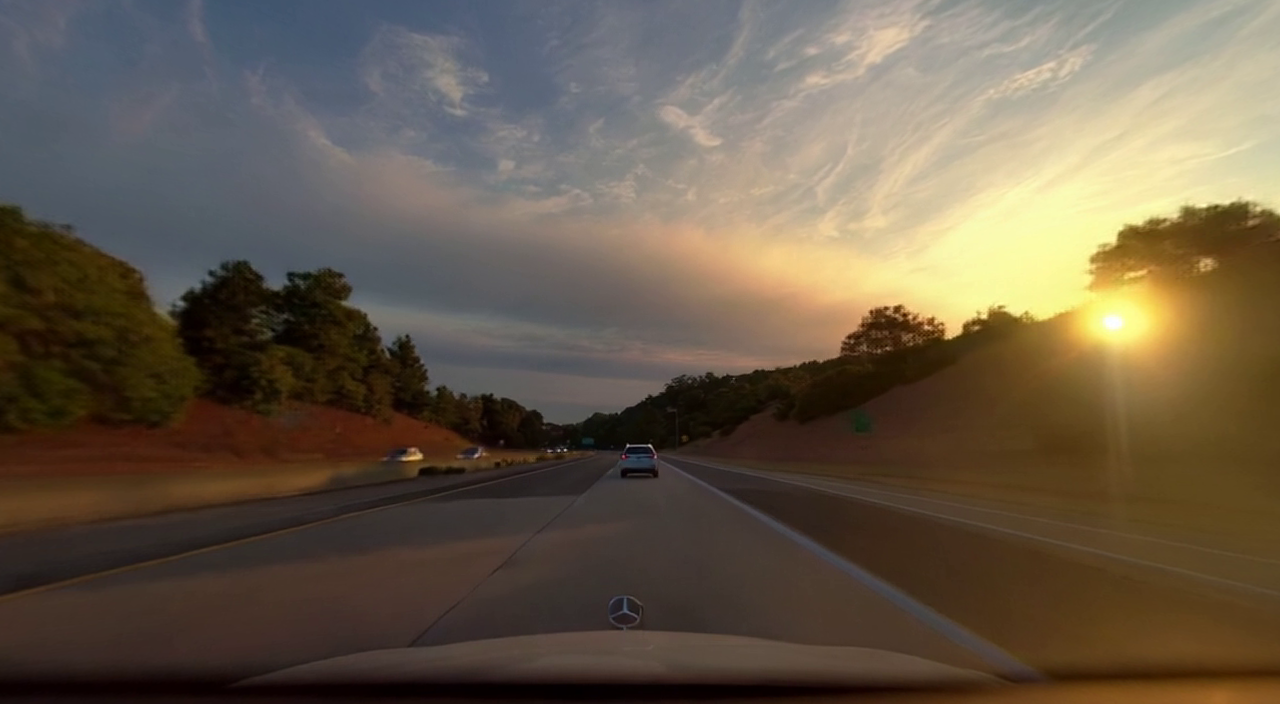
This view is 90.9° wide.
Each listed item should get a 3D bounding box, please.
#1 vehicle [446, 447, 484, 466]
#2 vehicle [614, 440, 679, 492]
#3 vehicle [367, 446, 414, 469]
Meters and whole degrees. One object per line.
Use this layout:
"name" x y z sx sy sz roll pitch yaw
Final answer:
"vehicle" -13.764 8.239 49.862 1.875 1.457 3.773 0 -9 1
"vehicle" 0.239 4.101 23.072 2.135 1.686 4.517 0 -9 0
"vehicle" -17.378 7.357 44.110 1.727 1.481 3.726 0 -9 0
